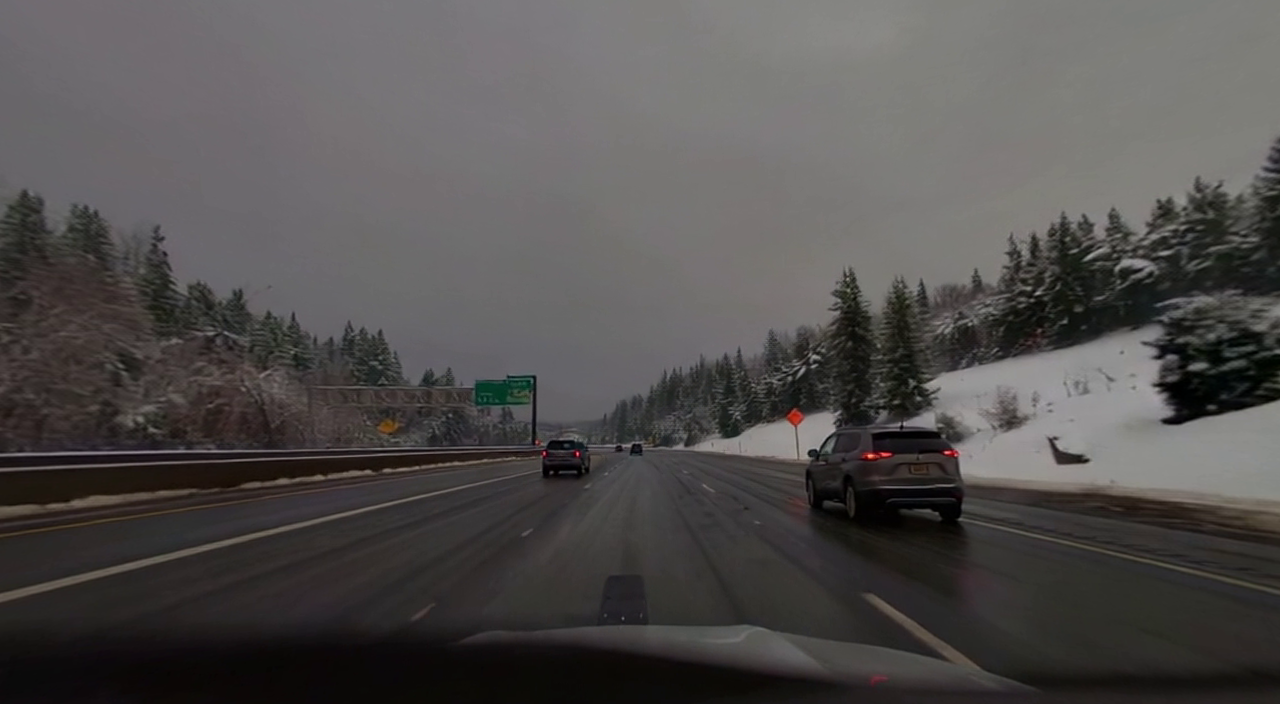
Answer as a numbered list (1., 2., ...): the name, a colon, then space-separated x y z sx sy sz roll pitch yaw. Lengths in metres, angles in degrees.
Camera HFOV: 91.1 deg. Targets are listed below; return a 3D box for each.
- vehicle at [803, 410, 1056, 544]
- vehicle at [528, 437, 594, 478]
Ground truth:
1. vehicle: 4.513 2.020 10.807 2.149 1.796 4.487 0 -8 0
2. vehicle: -3.308 4.537 27.226 2.166 1.608 4.297 0 -8 2
